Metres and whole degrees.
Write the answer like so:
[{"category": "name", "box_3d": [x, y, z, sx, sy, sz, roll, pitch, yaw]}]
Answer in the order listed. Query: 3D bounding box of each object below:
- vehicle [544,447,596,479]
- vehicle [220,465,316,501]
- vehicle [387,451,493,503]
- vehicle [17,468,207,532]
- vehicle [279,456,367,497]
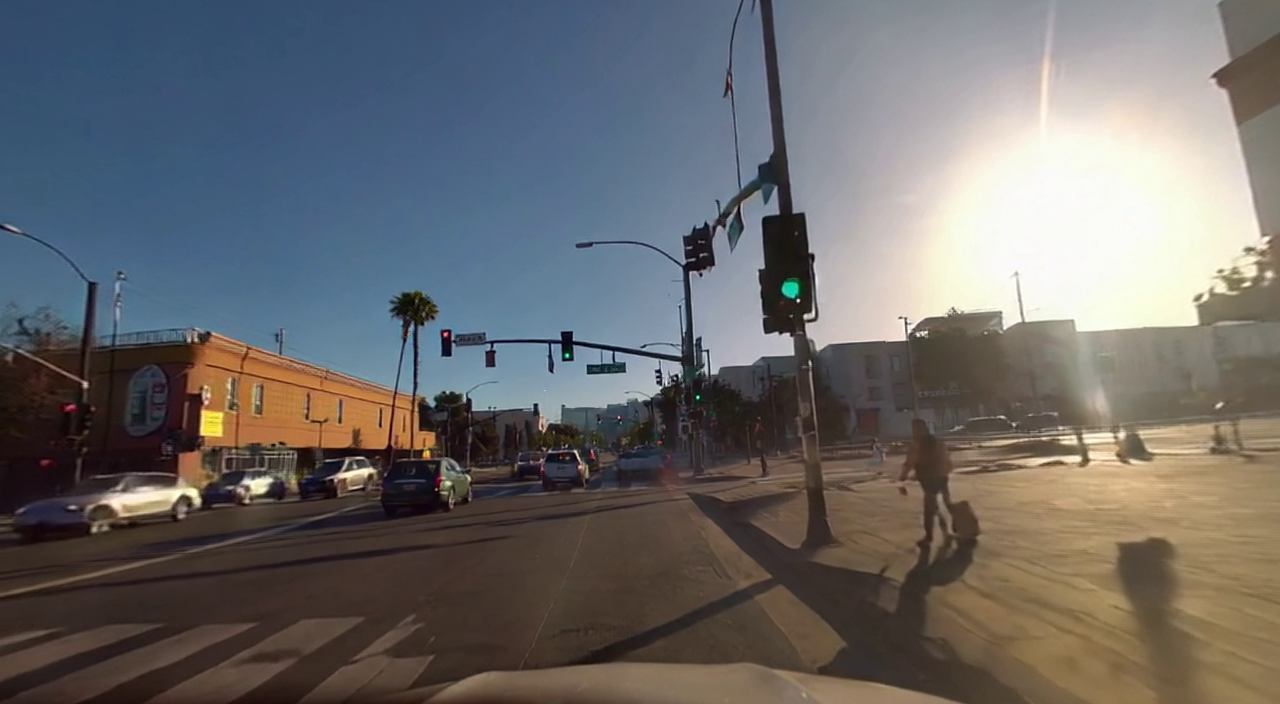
[{"category": "vehicle", "box_3d": [-3.455, 5.576, 31.800, 2.147, 1.472, 4.406, 0, -9, 0]}, {"category": "vehicle", "box_3d": [-18.715, 6.584, 31.955, 1.861, 1.493, 4.754, -1, -9, 1]}, {"category": "vehicle", "box_3d": [-6.442, 4.048, 20.856, 1.960, 1.479, 4.654, 0, -9, 0]}, {"category": "vehicle", "box_3d": [-15.467, 4.306, 18.850, 1.955, 1.500, 4.458, 0, -9, -3]}, {"category": "vehicle", "box_3d": [-15.466, 6.057, 30.977, 2.139, 1.692, 4.099, -2, -9, 1]}]
